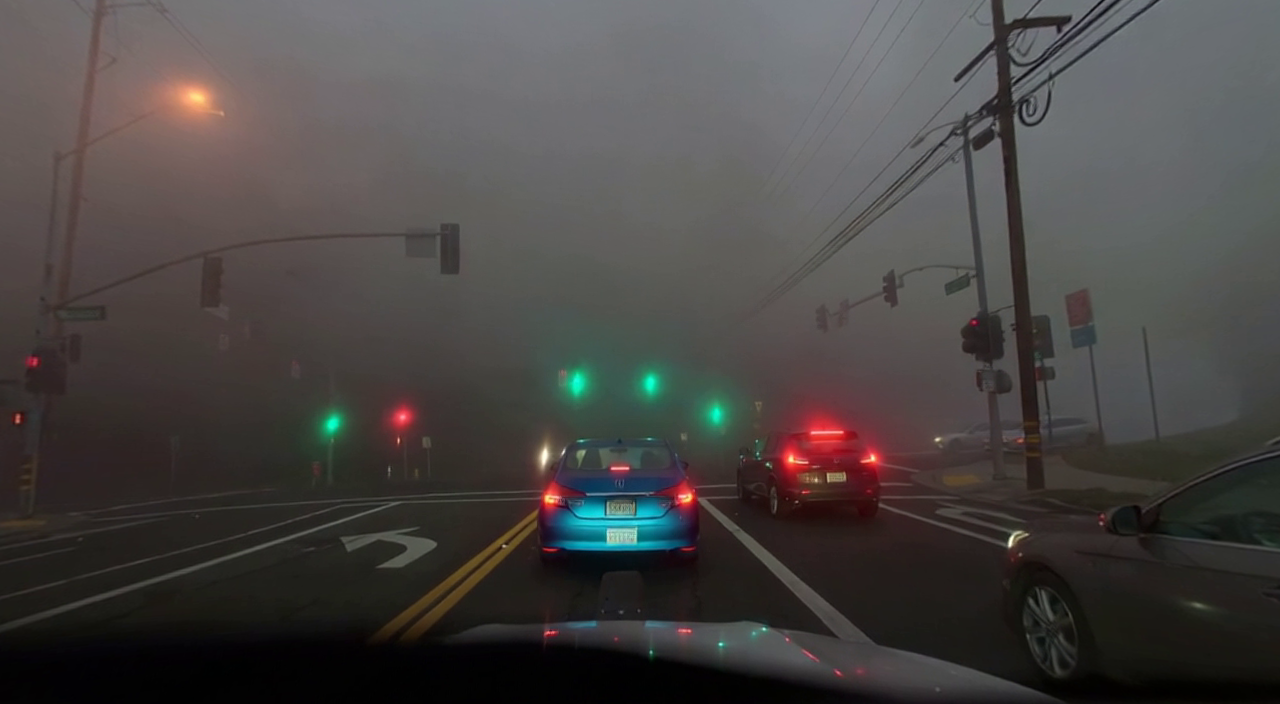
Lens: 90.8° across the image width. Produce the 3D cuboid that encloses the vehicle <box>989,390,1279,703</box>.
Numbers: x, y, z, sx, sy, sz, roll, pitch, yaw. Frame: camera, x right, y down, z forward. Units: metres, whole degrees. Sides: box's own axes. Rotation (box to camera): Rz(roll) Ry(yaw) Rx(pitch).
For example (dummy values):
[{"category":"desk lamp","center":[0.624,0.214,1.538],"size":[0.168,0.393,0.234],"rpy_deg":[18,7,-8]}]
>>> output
[{"category":"vehicle","center":[2.929,0.834,1.702],"size":[1.860,1.494,3.707],"rpy_deg":[0,-9,1]}]

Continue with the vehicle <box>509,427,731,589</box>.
[{"category":"vehicle","center":[-0.222,1.768,8.040],"size":[2.061,1.485,4.196],"rpy_deg":[0,-9,-1]}]

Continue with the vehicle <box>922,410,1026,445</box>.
[{"category":"vehicle","center":[17.842,4.072,33.899],"size":[4.431,1.555,1.886],"rpy_deg":[-4,-9,2]}]
